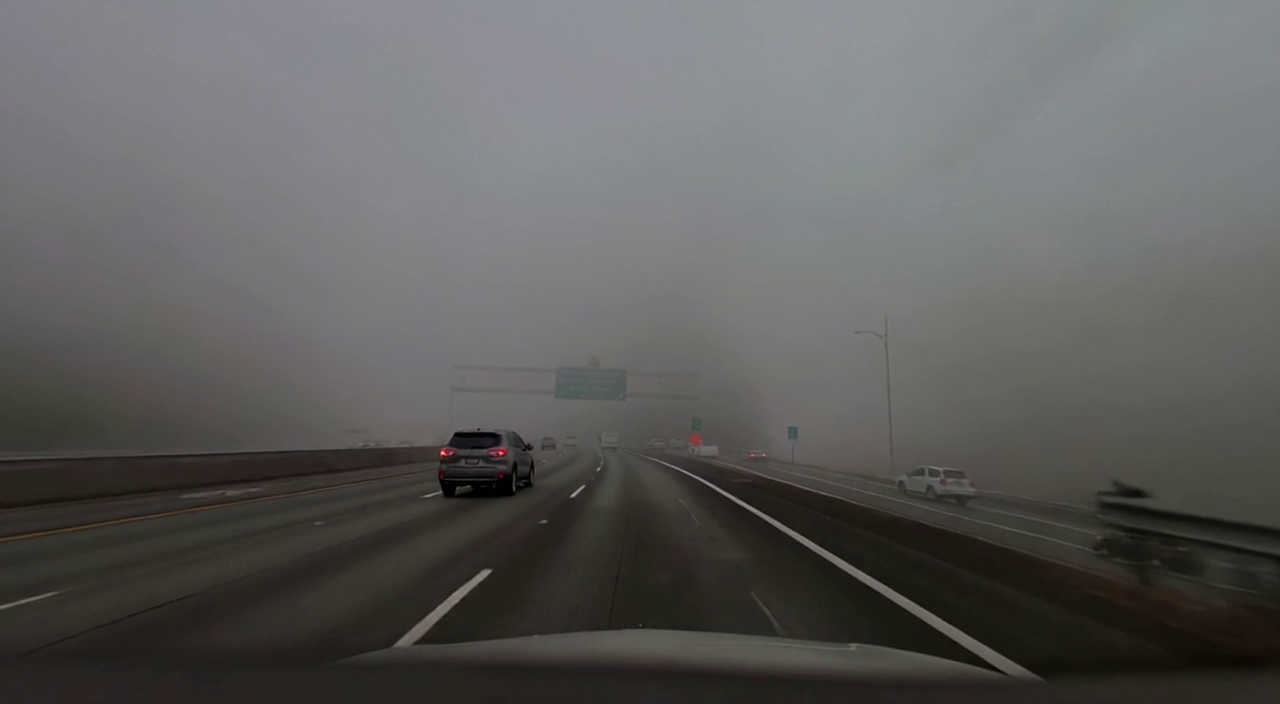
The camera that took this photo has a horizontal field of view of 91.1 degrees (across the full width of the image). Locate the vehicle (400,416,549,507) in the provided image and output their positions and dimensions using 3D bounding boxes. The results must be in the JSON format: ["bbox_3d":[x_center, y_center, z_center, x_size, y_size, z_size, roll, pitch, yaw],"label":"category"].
[{"bbox_3d":[-3.650,2.540,15.012,2.142,1.789,5.009,0,-8,1],"label":"vehicle"}]
